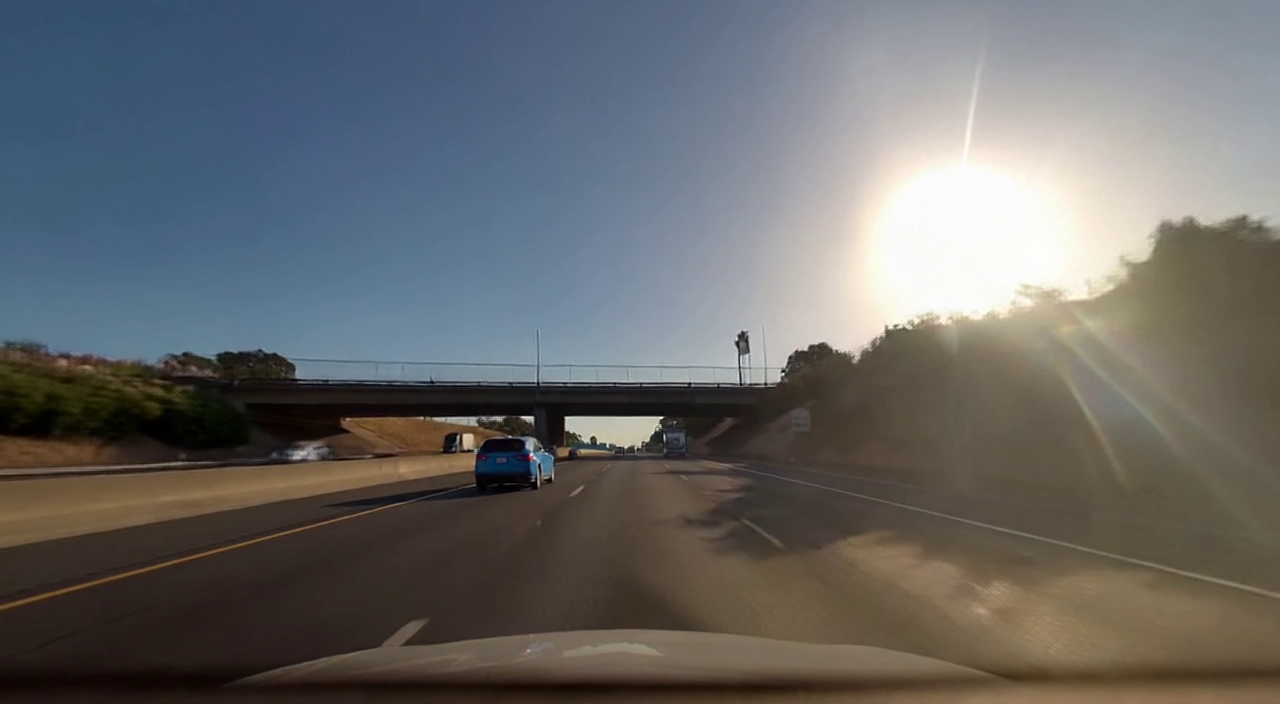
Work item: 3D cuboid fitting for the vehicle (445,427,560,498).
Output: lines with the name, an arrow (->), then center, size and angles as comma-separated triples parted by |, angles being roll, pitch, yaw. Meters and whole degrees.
vehicle -> -3.795, 3.191, 18.593 | 2.205, 1.773, 5.124 | 0, -9, 0

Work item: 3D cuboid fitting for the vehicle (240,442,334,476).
vehicle -> -18.831, 5.717, 34.012 | 2.110, 1.695, 5.087 | 0, -9, 0
